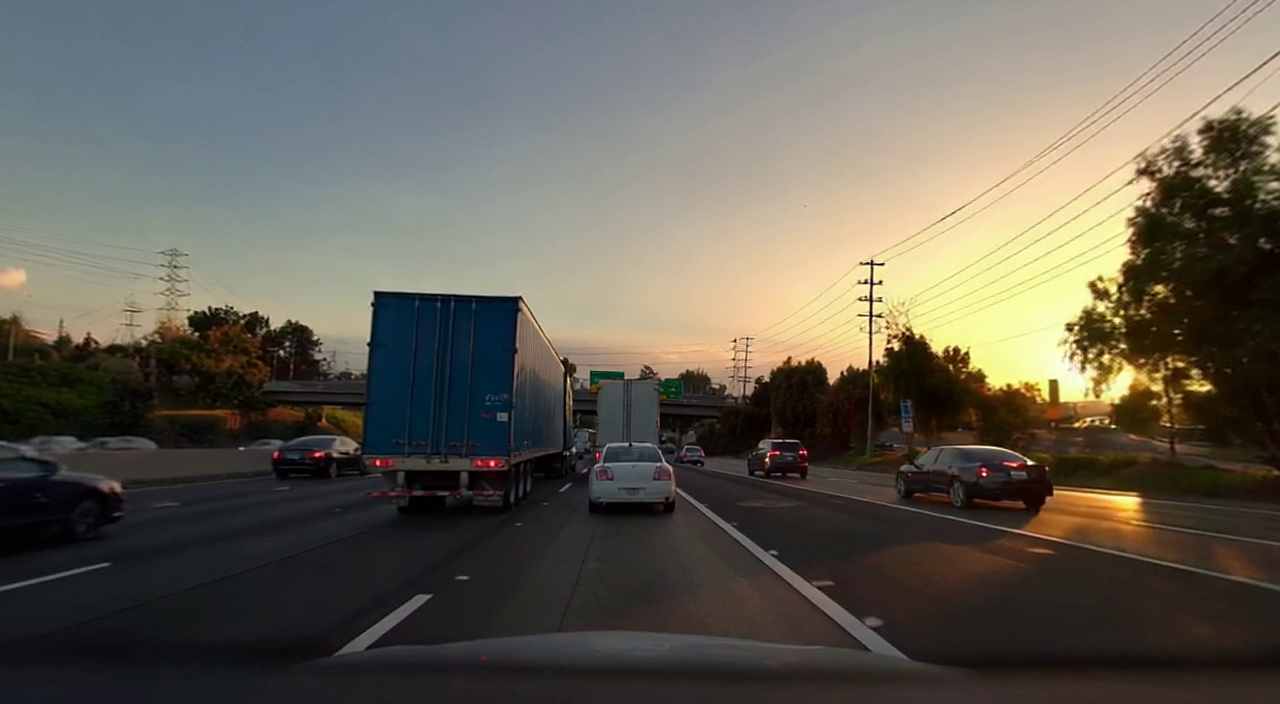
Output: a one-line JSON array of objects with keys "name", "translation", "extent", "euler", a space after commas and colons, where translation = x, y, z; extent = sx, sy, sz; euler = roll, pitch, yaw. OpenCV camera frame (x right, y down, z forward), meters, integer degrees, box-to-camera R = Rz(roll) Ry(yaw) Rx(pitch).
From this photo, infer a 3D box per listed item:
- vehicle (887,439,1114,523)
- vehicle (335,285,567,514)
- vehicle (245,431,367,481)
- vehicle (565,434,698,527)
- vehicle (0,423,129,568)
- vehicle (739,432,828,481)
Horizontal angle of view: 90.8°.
[{"name": "vehicle", "translation": [7.024, 2.528, 12.957], "extent": [1.878, 1.406, 4.164], "euler": [1, -9, -6]}, {"name": "vehicle", "translation": [-4.510, 2.208, 20.756], "extent": [3.150, 4.298, 17.928], "euler": [1, -9, -3]}, {"name": "vehicle", "translation": [-12.455, 3.924, 24.008], "extent": [2.148, 1.678, 4.851], "euler": [0, -9, -3]}, {"name": "vehicle", "translation": [-0.227, 2.358, 12.131], "extent": [2.112, 1.463, 4.012], "euler": [0, -9, -3]}, {"name": "vehicle", "translation": [-7.719, 1.387, 5.840], "extent": [2.016, 1.503, 4.785], "euler": [0, -9, -1]}, {"name": "vehicle", "translation": [5.352, 3.980, 24.199], "extent": [2.023, 1.676, 4.002], "euler": [1, -9, -7]}]
